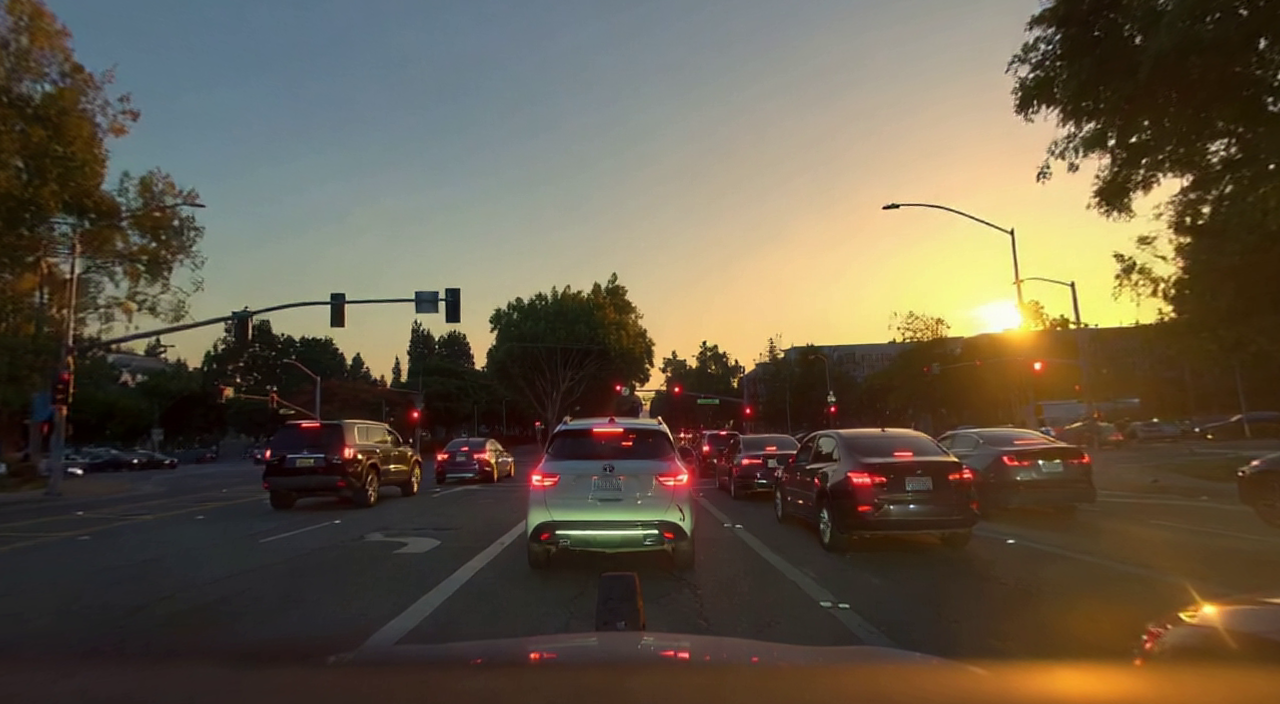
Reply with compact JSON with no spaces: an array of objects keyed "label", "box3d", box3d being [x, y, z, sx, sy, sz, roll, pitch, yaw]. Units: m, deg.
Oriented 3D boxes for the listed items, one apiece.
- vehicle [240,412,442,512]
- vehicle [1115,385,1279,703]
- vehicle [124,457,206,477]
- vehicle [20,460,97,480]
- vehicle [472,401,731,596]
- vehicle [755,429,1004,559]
[{"label":"vehicle","box3d":[-6.728,2.551,14.995,2.214,1.953,5.017,0,-9,1]},{"label":"vehicle","box3d":[3.309,0.667,0.819,1.980,1.515,4.362,0,-9,1]},{"label":"vehicle","box3d":[-37.331,9.036,49.435,4.914,1.487,1.850,0,-9,0]},{"label":"vehicle","box3d":[-45.688,9.268,49.389,4.232,1.498,1.791,0,-9,1]},{"label":"vehicle","box3d":[-0.316,1.587,7.594,2.256,1.694,4.055,0,-9,0]},{"label":"vehicle","box3d":[3.159,1.969,9.485,1.971,1.473,4.495,0,-9,0]}]
